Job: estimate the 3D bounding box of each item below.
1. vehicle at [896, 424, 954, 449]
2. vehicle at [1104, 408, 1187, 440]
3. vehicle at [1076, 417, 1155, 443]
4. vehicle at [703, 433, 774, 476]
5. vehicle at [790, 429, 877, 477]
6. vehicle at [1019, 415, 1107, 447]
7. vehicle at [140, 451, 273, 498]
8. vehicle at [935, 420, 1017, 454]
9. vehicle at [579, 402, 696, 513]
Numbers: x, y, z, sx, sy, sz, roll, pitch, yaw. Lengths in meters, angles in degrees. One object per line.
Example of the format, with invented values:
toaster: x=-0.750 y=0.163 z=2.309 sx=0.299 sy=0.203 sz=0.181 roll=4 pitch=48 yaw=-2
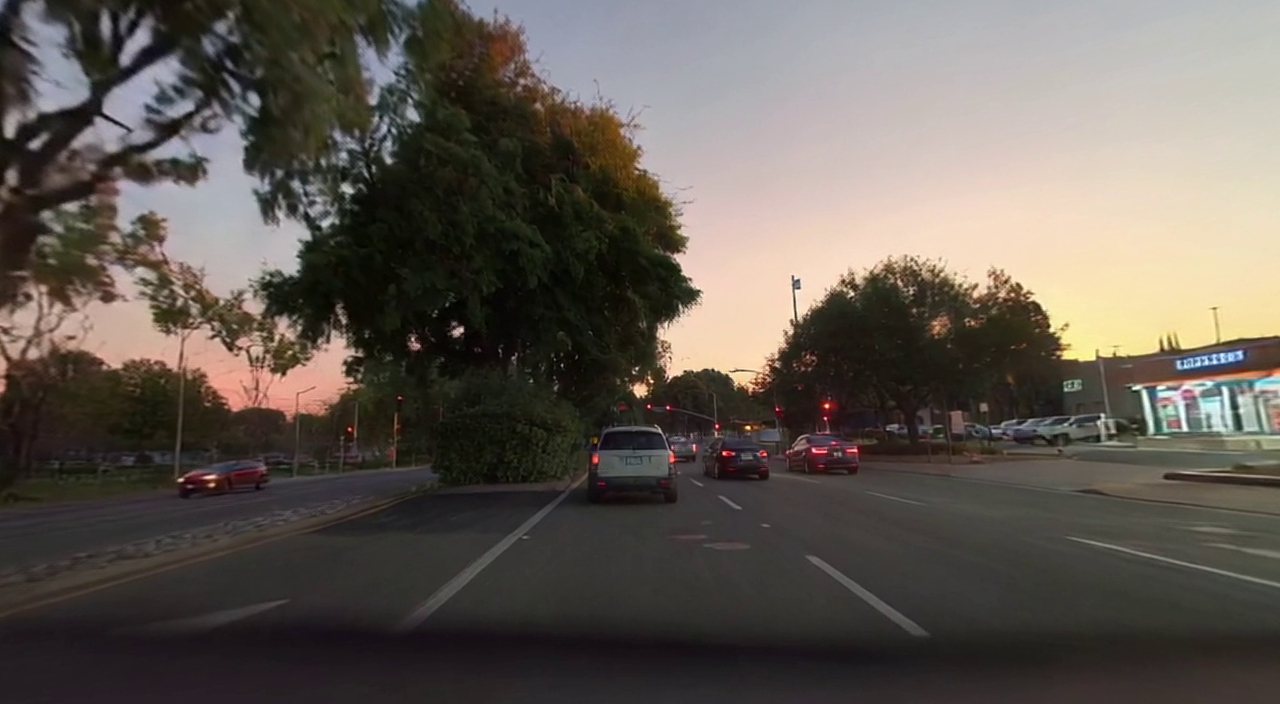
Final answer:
vehicle: x=19.733 y=5.881 z=43.941 sx=1.925 sy=1.629 sz=4.331 roll=0 pitch=-8 yaw=-1
vehicle: x=30.567 y=4.440 z=38.375 sx=1.769 sy=1.782 sz=4.068 roll=-1 pitch=-8 yaw=3
vehicle: x=27.792 y=4.608 z=37.064 sx=1.709 sy=1.423 sz=3.660 roll=0 pitch=-8 yaw=0
vehicle: x=3.666 y=3.901 z=24.297 sx=1.940 sy=1.474 sz=4.234 roll=0 pitch=-8 yaw=-2
vehicle: x=6.981 y=3.681 z=23.254 sx=1.793 sy=1.585 sz=4.130 roll=0 pitch=-8 yaw=-2
vehicle: x=25.251 y=4.783 z=37.933 sx=2.107 sy=1.806 sz=4.410 roll=0 pitch=-8 yaw=-2
vehicle: x=-16.685 y=4.703 z=24.703 sx=1.942 sy=1.479 sz=4.765 roll=-4 pitch=-8 yaw=-1
vehicle: x=19.899 y=5.066 z=37.719 sx=1.929 sy=1.763 sz=5.190 roll=-3 pitch=-8 yaw=-1
vehicle: x=-0.076 y=2.203 z=13.524 sx=2.038 sy=1.917 sz=4.900 roll=0 pitch=-8 yaw=-1
